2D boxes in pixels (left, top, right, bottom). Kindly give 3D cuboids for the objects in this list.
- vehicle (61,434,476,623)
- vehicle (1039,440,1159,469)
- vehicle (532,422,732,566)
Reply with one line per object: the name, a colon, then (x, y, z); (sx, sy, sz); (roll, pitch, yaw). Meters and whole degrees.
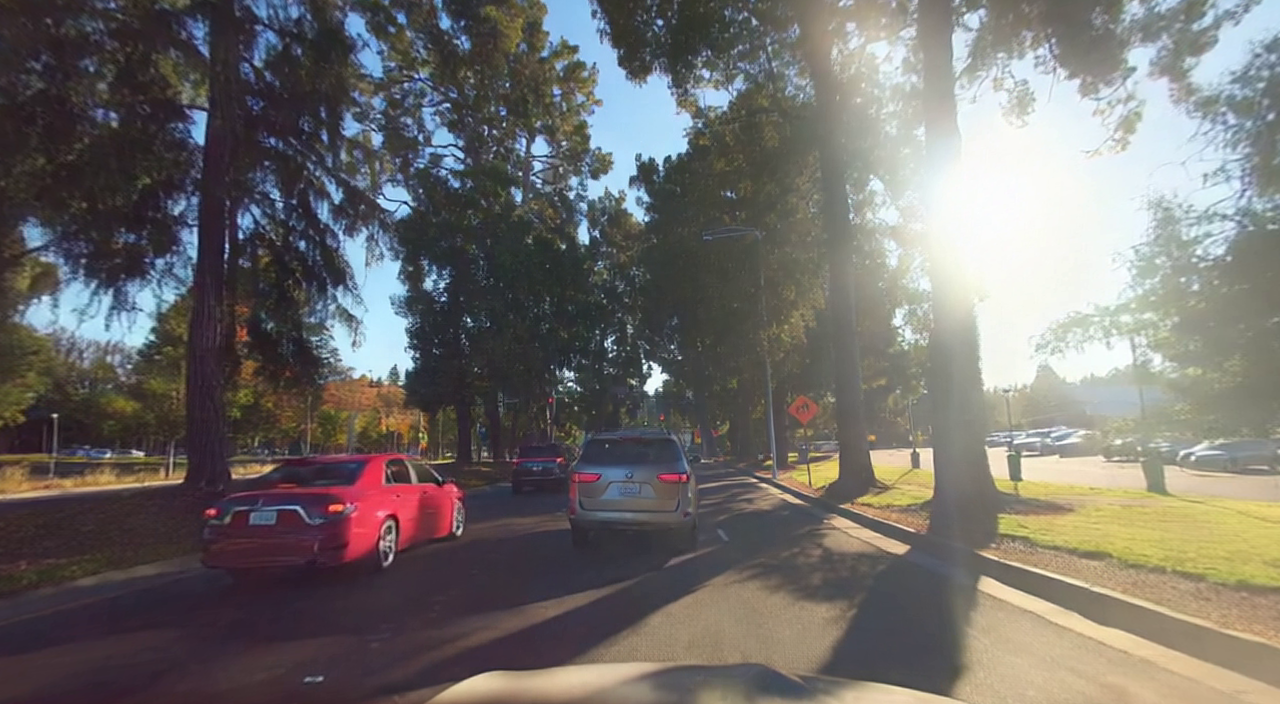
vehicle: (-3.531, 1.717, 7.257); (1.922, 1.464, 4.424); (0, -8, 3)
vehicle: (28.319, 6.310, 39.084); (5.955, 1.702, 2.166); (1, -8, -6)
vehicle: (-0.079, 1.881, 9.083); (2.229, 1.591, 3.897); (0, -8, 0)
